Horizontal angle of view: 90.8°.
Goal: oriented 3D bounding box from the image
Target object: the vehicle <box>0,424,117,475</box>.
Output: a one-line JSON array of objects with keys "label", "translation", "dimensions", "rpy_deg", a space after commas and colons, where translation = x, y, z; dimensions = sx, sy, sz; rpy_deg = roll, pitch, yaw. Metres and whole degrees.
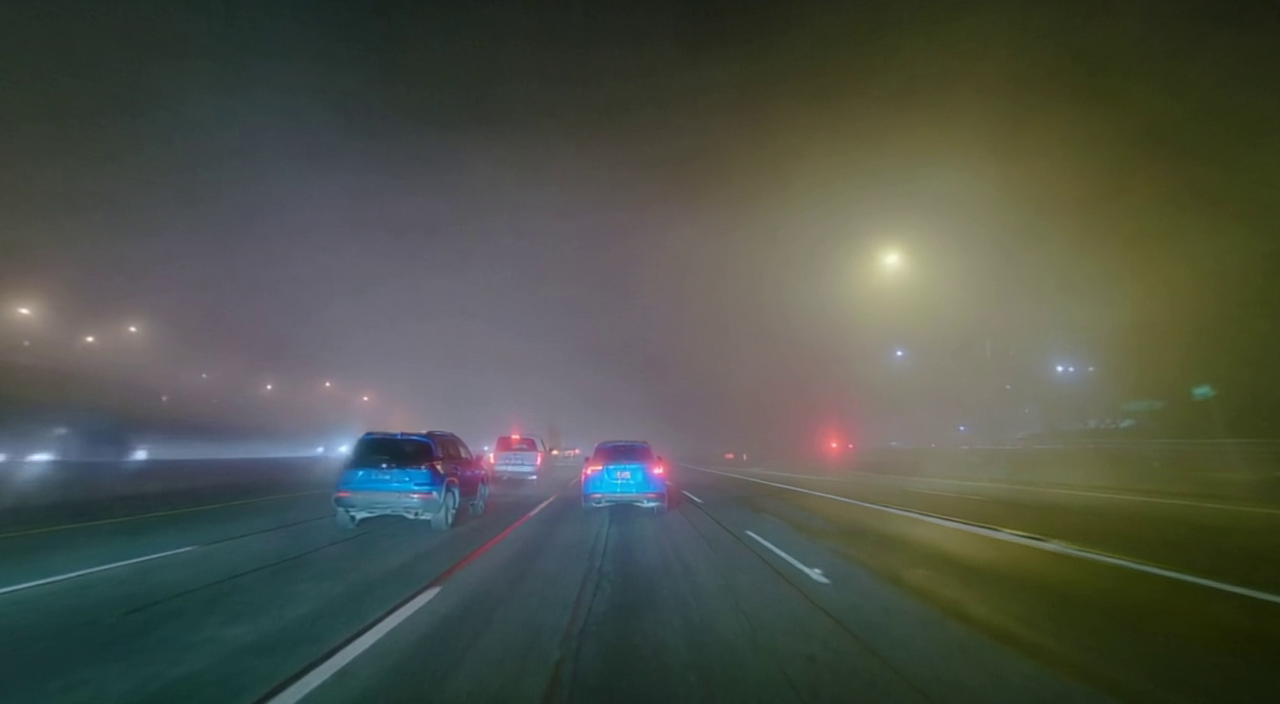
[{"label": "vehicle", "translation": [-20.767, 3.337, 21.703], "dimensions": [2.028, 1.548, 4.279], "rpy_deg": [0, -9, -2]}]

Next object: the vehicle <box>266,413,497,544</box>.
[{"label": "vehicle", "translation": [-3.866, 1.968, 10.392], "dimensions": [2.025, 1.708, 4.089], "rpy_deg": [0, -9, 0]}]

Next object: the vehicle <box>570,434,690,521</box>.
[{"label": "vehicle", "translation": [-0.226, 2.472, 12.970], "dimensions": [2.069, 1.484, 3.982], "rpy_deg": [0, -9, -2]}]

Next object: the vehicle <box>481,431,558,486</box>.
[{"label": "vehicle", "translation": [-4.150, 3.729, 22.381], "dimensions": [1.982, 1.727, 4.057], "rpy_deg": [0, -9, -1]}]
